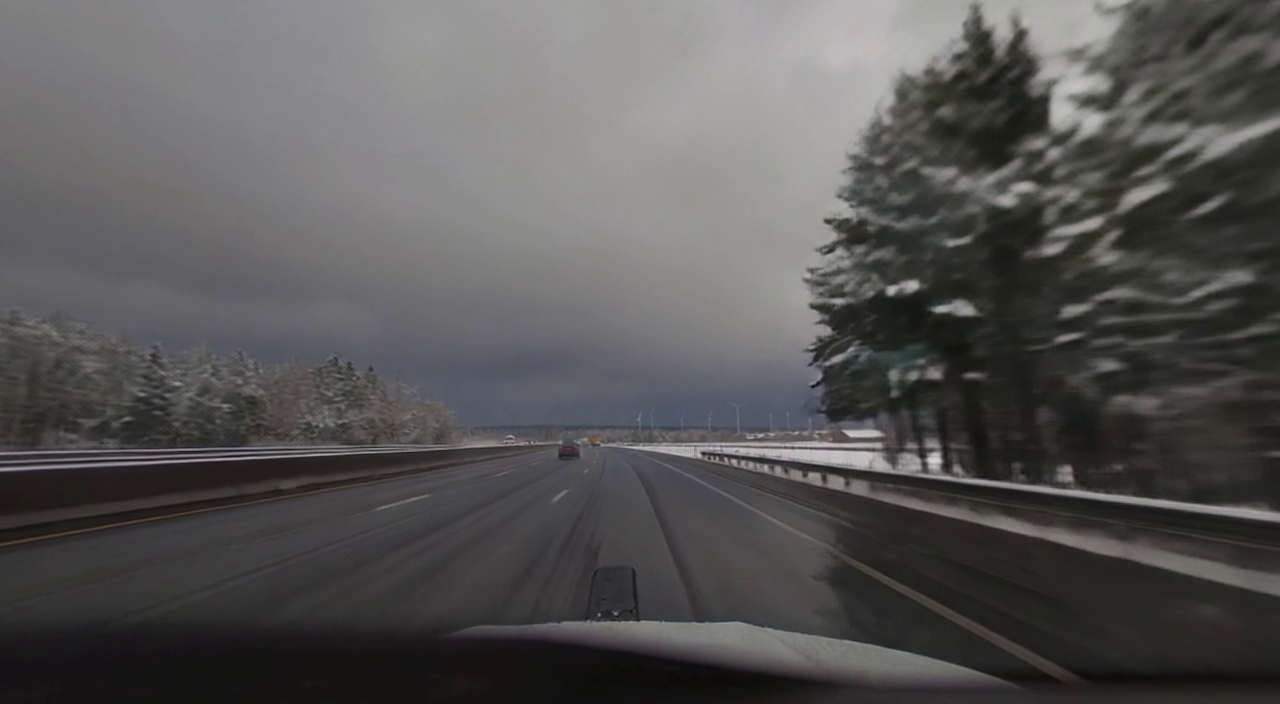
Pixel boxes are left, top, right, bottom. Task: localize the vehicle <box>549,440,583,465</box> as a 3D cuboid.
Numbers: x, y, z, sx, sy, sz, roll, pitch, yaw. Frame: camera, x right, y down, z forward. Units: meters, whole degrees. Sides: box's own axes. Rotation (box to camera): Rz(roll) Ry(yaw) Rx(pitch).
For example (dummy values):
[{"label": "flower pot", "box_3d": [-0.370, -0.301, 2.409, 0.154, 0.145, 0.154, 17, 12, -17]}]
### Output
[{"label": "vehicle", "box_3d": [-4.803, 6.585, 41.442, 2.053, 1.549, 4.097, 0, -8, -4]}]
